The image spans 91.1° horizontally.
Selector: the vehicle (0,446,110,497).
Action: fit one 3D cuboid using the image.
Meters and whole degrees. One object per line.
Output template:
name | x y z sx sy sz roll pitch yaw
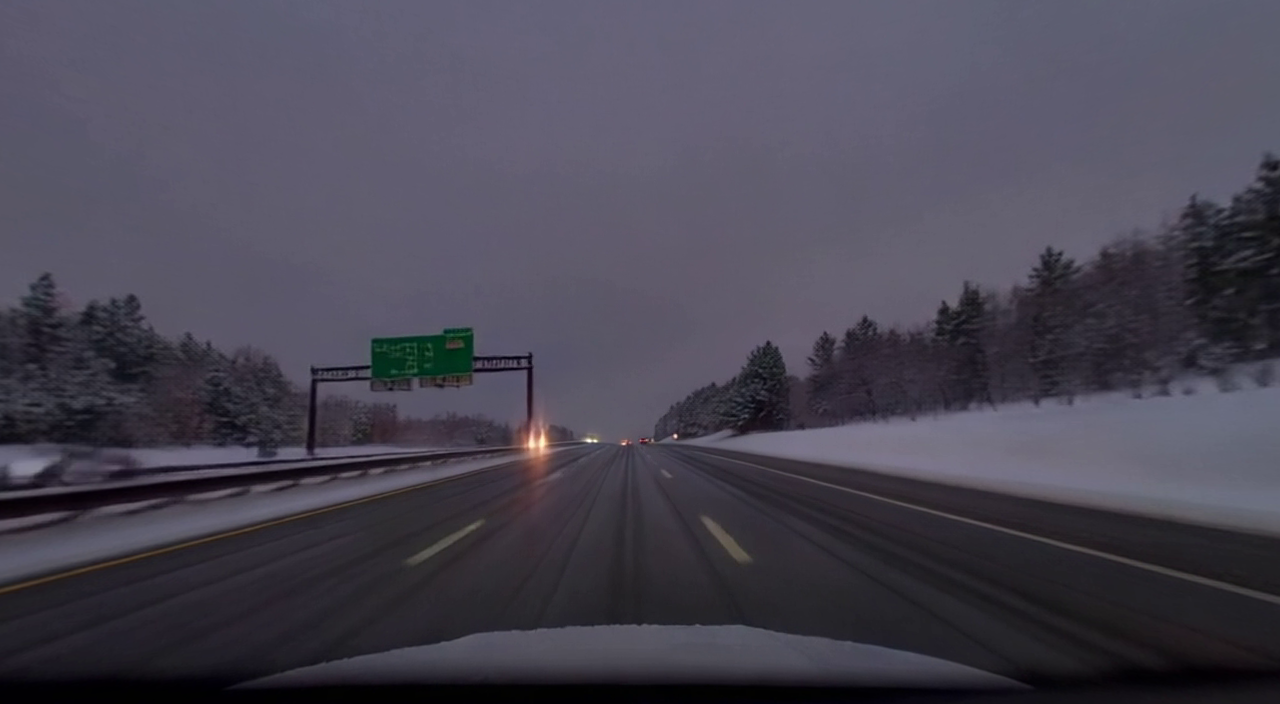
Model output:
vehicle | -20.843 4.024 21.489 1.829 1.515 4.130 0 -8 0
